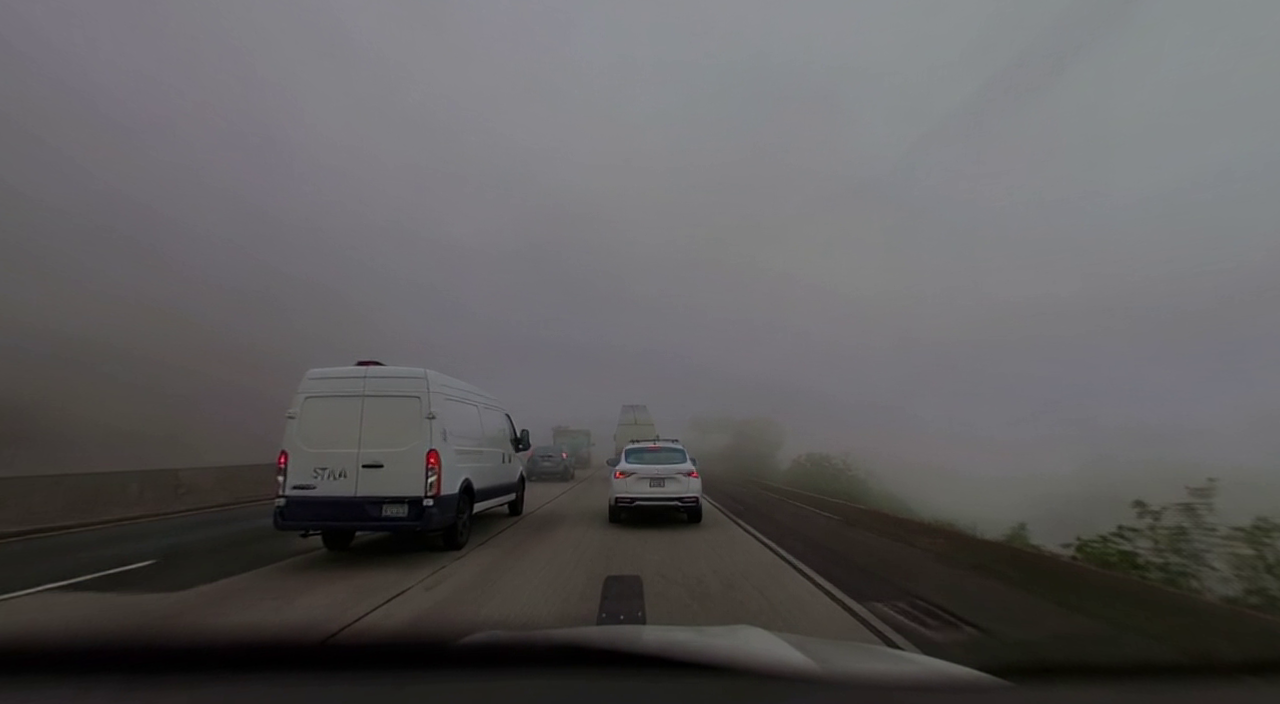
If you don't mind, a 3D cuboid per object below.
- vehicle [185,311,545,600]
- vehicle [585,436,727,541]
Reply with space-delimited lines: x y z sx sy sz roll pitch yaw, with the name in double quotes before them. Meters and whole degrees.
"vehicle" -3.109 1.470 9.434 2.289 2.757 6.726 0 -9 0
"vehicle" 0.221 2.263 11.006 2.063 1.507 3.488 0 -9 0
